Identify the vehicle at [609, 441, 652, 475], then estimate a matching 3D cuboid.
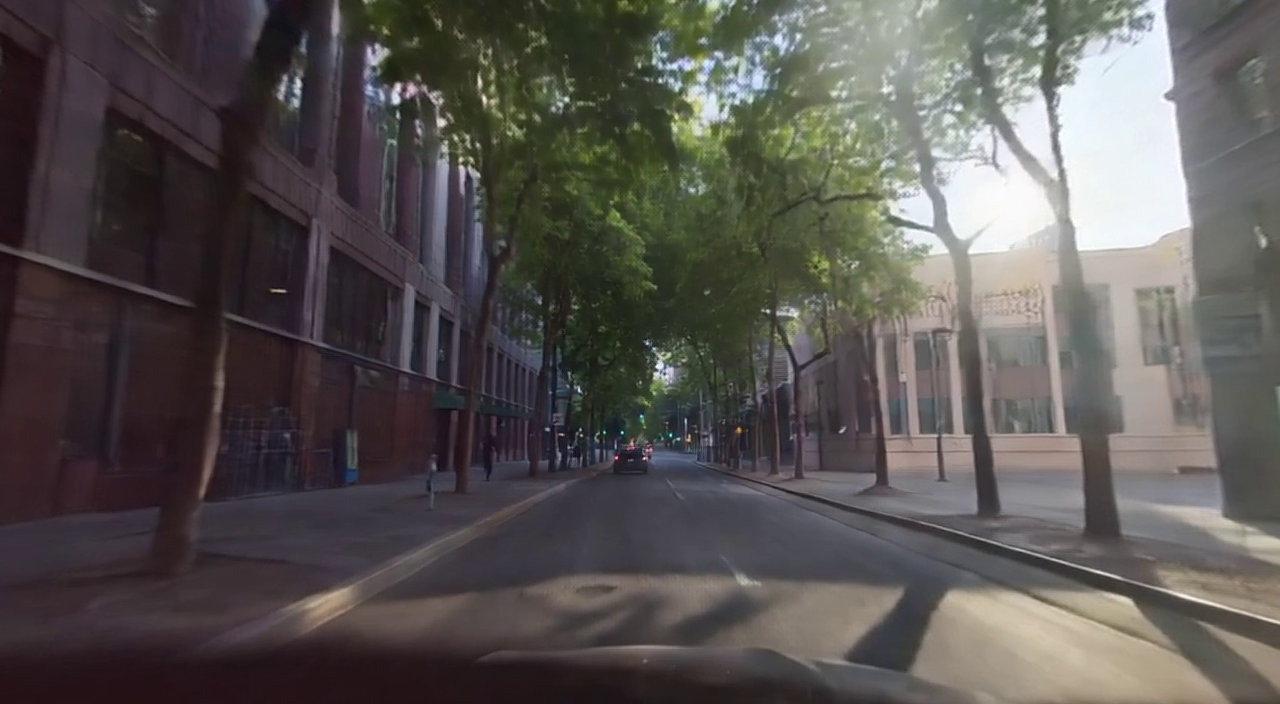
[{"bbox_3d":[-0.467,5.356,32.067,2.079,1.621,3.861,0,-9,-1],"label":"vehicle"}]
